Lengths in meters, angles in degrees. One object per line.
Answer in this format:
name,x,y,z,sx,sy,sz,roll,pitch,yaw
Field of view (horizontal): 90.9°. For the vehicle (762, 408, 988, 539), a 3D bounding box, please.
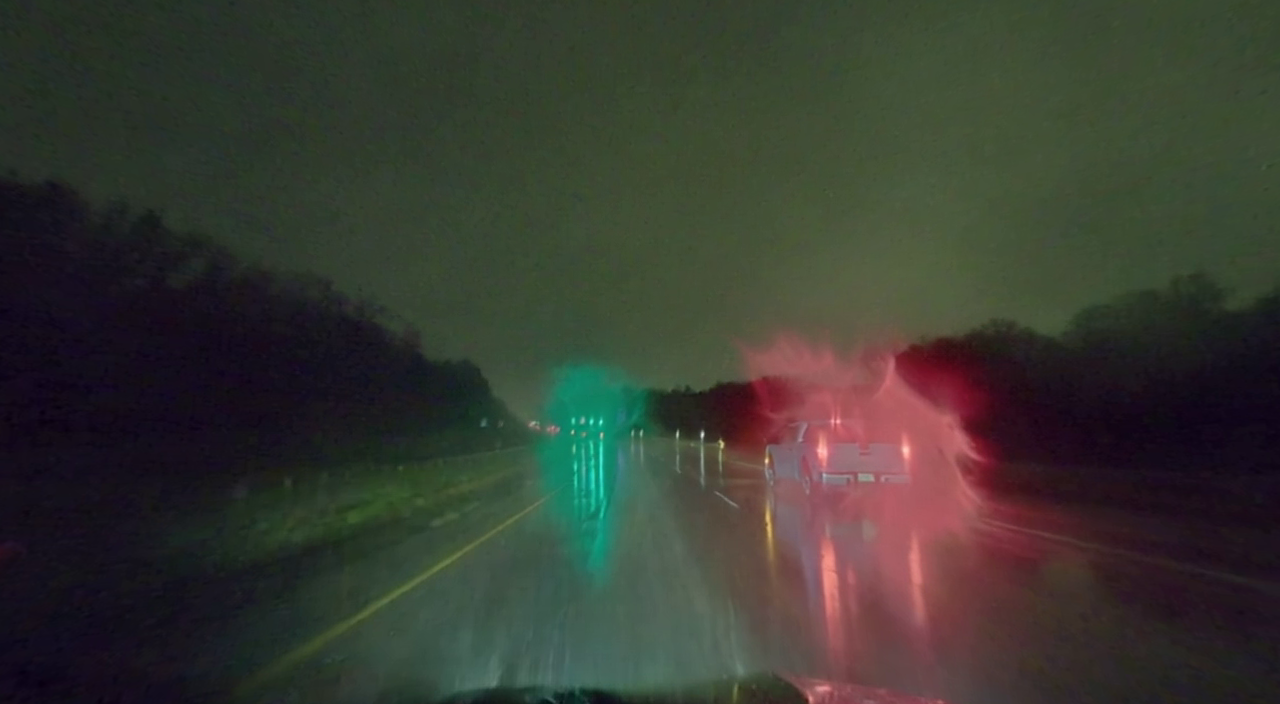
vehicle,3.432,1.835,10.207,1.941,1.655,4.137,0,-8,-2
